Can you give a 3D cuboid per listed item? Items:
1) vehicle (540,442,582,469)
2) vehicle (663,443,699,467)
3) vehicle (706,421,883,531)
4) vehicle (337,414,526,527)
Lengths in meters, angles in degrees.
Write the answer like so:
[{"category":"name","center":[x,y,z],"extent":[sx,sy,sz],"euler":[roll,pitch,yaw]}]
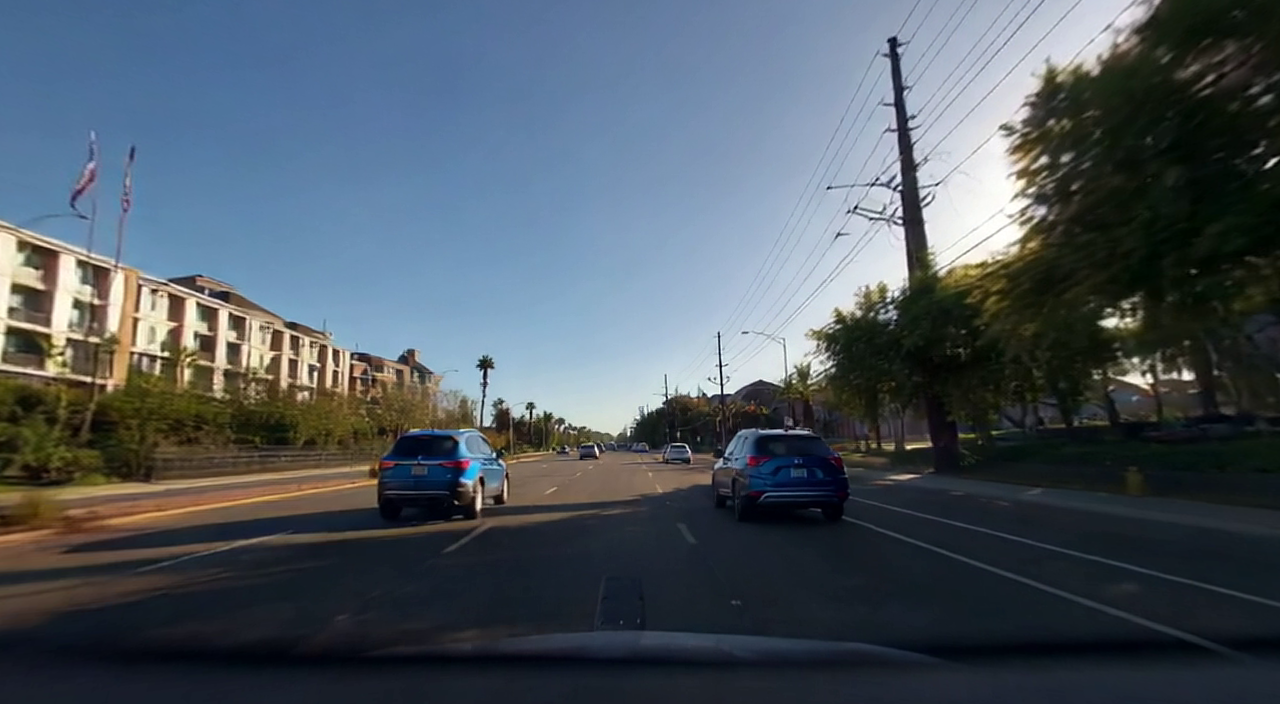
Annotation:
[{"category":"vehicle","center":[-4.619,6.129,37.316],"extent":[2.040,1.482,4.121],"euler":[0,-9,-1]},{"category":"vehicle","center":[2.608,6.740,41.240],"extent":[1.981,1.472,3.923],"euler":[0,-9,-2]},{"category":"vehicle","center":[2.660,2.267,12.051],"extent":[2.198,1.706,4.166],"euler":[0,-9,-2]},{"category":"vehicle","center":[-3.791,2.278,12.596],"extent":[2.169,1.796,4.821],"euler":[0,-9,0]}]
